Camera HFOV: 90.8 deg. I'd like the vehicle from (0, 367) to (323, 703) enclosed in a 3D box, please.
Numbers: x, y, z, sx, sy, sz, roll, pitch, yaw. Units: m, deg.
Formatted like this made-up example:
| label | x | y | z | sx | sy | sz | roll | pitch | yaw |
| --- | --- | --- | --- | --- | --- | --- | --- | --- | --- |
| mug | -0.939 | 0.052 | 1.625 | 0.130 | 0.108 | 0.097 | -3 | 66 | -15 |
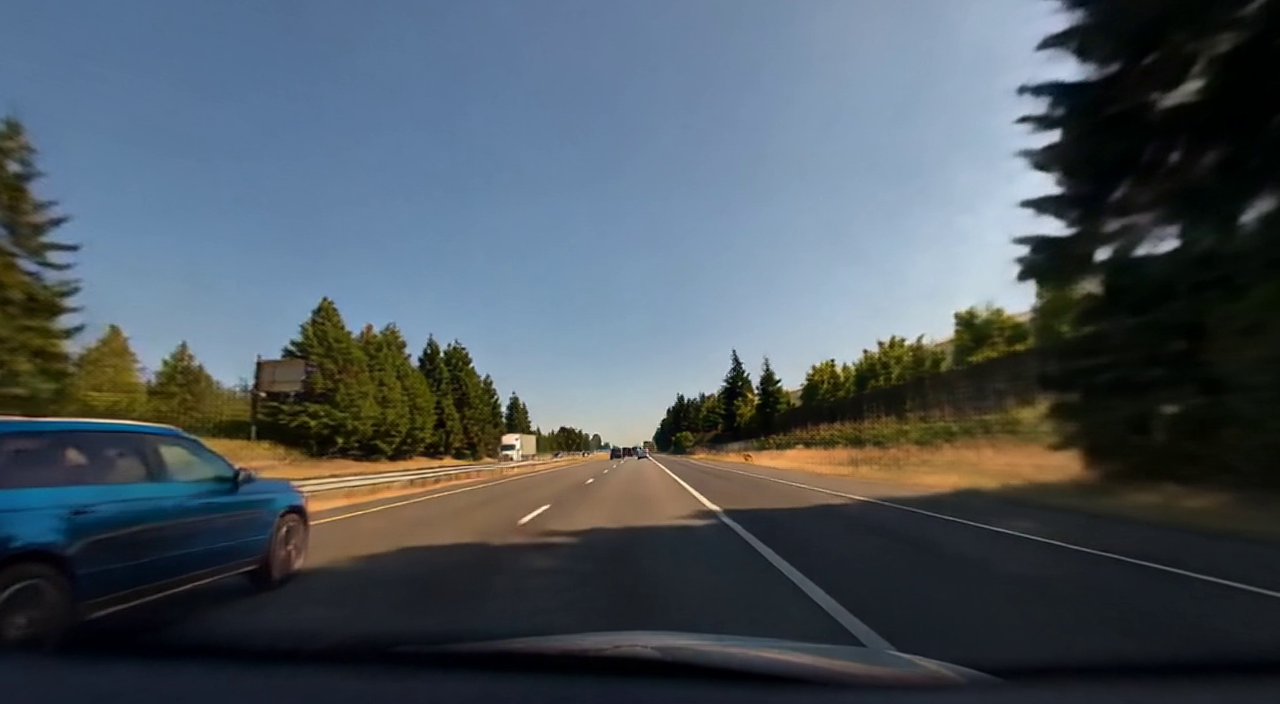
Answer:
| label | x | y | z | sx | sy | sz | roll | pitch | yaw |
| --- | --- | --- | --- | --- | --- | --- | --- | --- | --- |
| vehicle | -4.340 | 1.084 | 4.114 | 2.110 | 1.727 | 4.607 | 0 | -8 | 0 |
